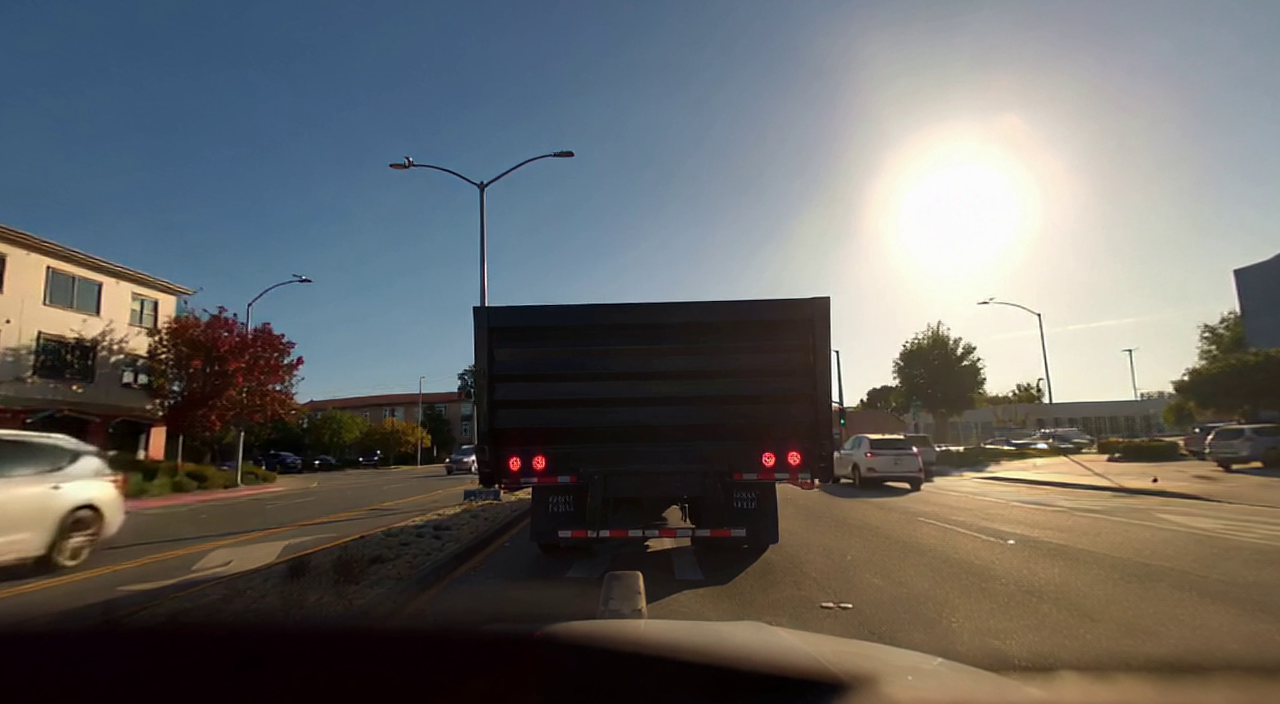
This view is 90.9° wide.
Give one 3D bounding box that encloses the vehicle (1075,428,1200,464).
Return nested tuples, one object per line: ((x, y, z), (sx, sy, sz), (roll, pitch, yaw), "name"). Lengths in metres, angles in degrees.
((23.113, 4.383, 29.425), (4.171, 1.614, 1.894), (-1, -8, 1), "vehicle")

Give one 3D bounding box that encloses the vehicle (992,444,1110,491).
((14.305, 4.006, 22.222), (1.702, 1.475, 3.670), (-1, -8, 1), "vehicle")

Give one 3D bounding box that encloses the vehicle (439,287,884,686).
((0.269, 1.294, 7.390), (2.650, 2.391, 7.008), (-1, -8, 3), "vehicle")

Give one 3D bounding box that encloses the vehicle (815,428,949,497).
((7.099, 3.288, 19.187), (2.160, 1.772, 4.883), (-1, -8, 1), "vehicle")

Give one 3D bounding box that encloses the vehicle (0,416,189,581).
((-7.976, 1.651, 7.210), (2.052, 1.772, 4.838), (0, -8, 0), "vehicle")
